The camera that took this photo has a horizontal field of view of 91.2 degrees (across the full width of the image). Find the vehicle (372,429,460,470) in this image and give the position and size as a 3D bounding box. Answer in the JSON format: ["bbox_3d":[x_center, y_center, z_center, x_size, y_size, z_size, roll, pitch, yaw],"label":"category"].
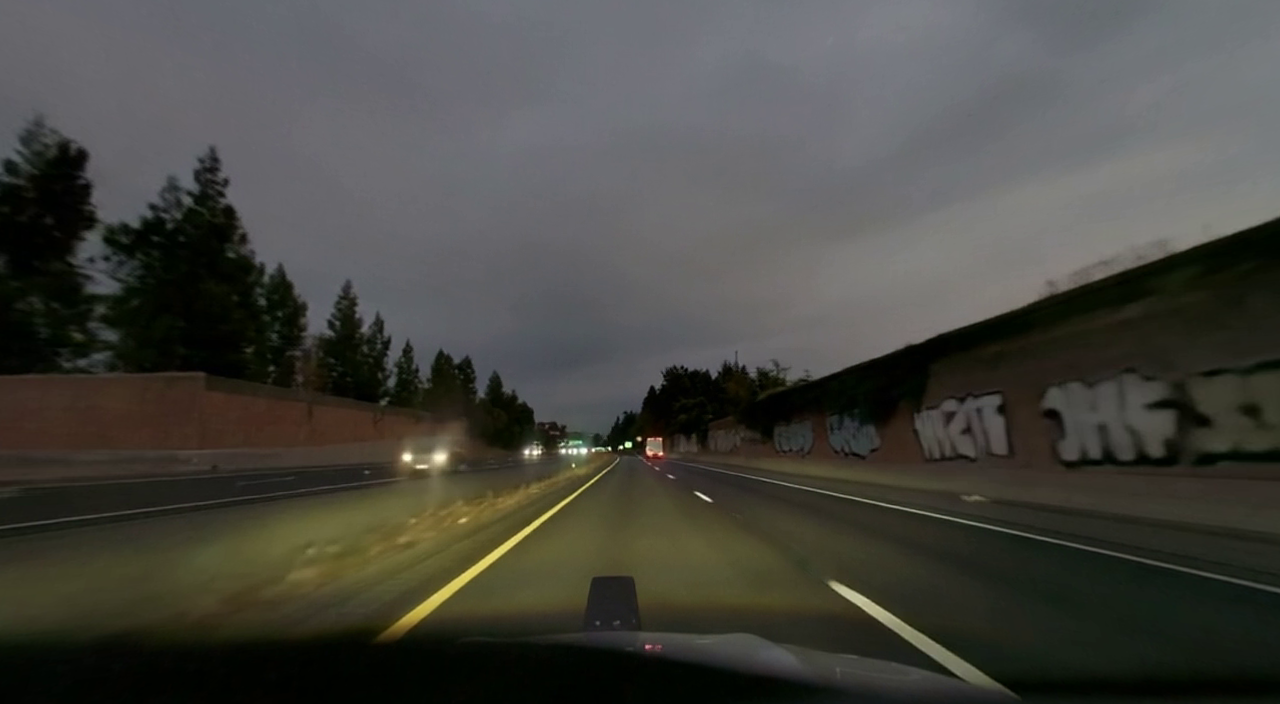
[{"bbox_3d":[-9.150,4.045,26.031,1.965,1.544,4.610,0,-9,0],"label":"vehicle"}]
